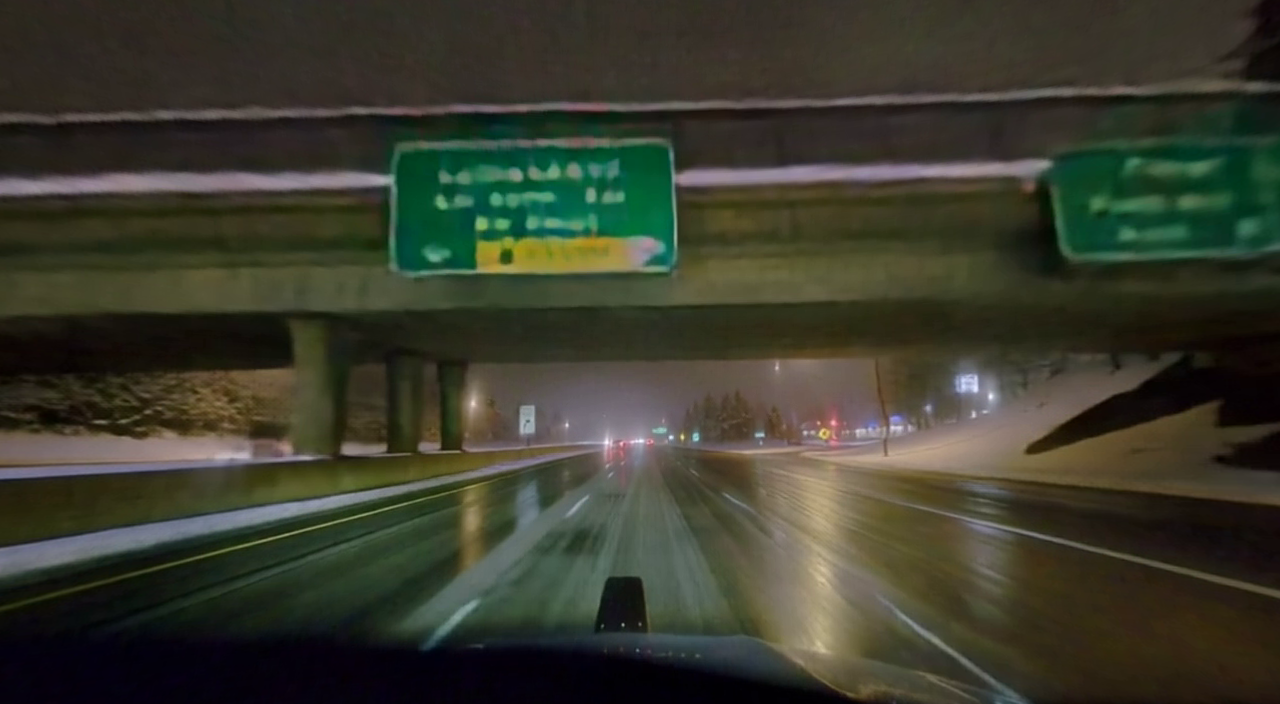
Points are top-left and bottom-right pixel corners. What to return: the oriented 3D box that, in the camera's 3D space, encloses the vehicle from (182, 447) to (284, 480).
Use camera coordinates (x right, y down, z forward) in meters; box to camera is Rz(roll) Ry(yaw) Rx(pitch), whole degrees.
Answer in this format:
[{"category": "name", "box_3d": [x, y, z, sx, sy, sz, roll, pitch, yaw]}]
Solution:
[{"category": "vehicle", "box_3d": [-20.420, 5.566, 31.761, 1.913, 1.511, 4.746, 0, -8, 1]}]
